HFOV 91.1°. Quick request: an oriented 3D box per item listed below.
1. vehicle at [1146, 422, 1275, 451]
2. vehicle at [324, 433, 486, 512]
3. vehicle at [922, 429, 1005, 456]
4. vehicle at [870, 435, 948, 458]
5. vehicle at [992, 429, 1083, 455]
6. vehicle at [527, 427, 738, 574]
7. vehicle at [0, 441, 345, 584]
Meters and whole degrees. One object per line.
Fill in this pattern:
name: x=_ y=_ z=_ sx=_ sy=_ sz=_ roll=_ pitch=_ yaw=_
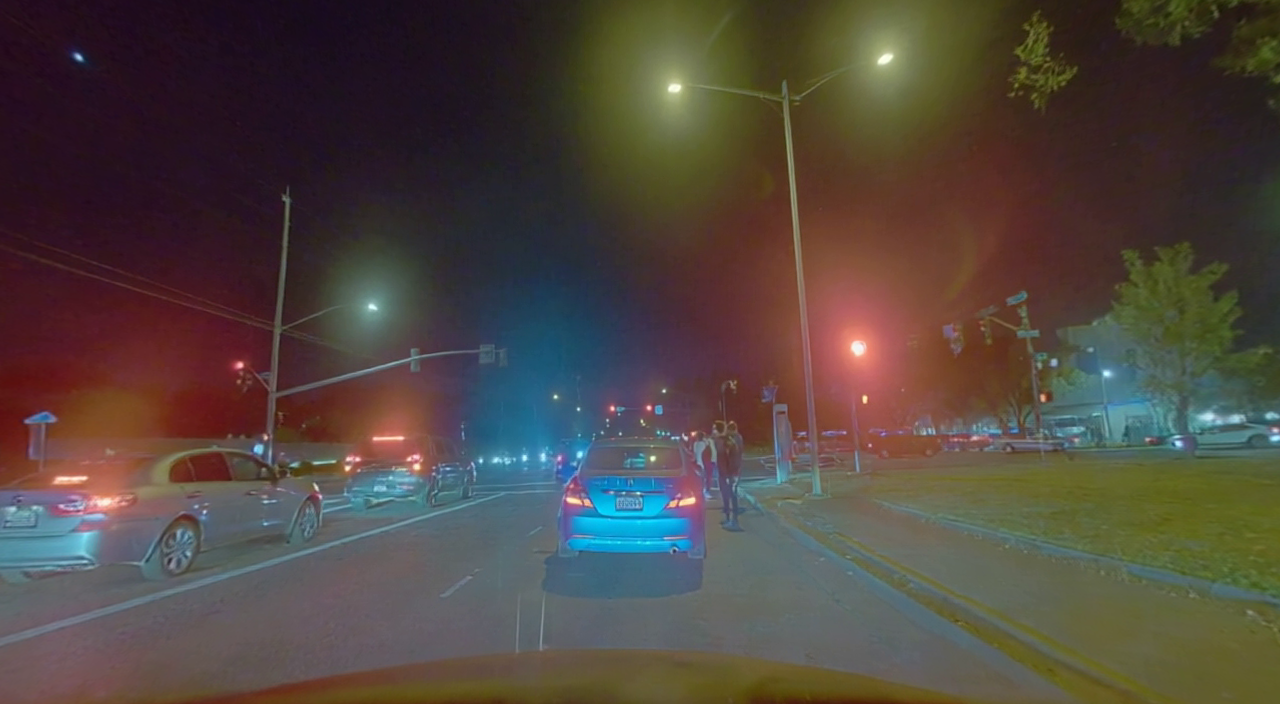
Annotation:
vehicle: x=30.527 y=4.591 z=33.804 sx=4.739 sy=1.472 sz=1.804 roll=-5 pitch=-10 yaw=29
vehicle: x=-6.164 y=3.227 z=17.383 sx=2.230 sy=1.811 sz=5.183 roll=-1 pitch=-9 yaw=3
vehicle: x=21.968 y=6.188 z=42.711 sx=4.814 sy=1.700 sz=1.895 roll=-5 pitch=-10 yaw=30
vehicle: x=17.575 y=6.193 z=41.094 sx=4.441 sy=1.452 sz=1.798 roll=-5 pitch=-10 yaw=30
vehicle: x=23.792 y=5.437 z=37.748 sx=4.454 sy=1.440 sz=1.816 roll=-5 pitch=-10 yaw=30
vehicle: x=-0.051 y=1.862 z=8.673 sx=2.182 sy=1.501 sz=4.150 roll=0 pitch=-9 yaw=1
vehicle: x=-6.342 y=2.068 z=9.024 sx=1.948 sy=1.530 sz=4.283 roll=0 pitch=-9 yaw=3
